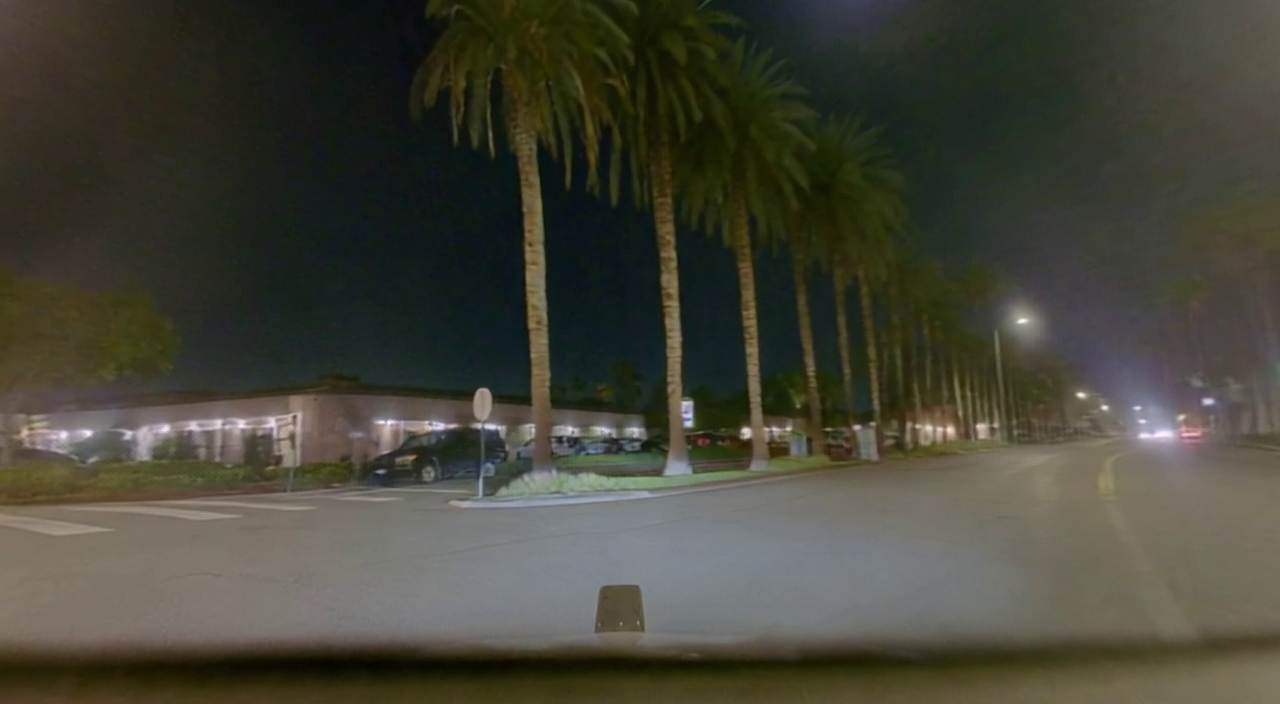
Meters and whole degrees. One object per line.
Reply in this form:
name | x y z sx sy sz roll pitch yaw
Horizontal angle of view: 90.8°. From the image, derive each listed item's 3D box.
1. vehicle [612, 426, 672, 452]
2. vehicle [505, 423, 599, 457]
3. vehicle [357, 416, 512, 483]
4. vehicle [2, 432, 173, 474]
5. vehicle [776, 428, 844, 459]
vehicle | 0.116 6.237 45.558 3.928 1.784 1.895 -4 -9 31
vehicle | -5.090 5.039 36.336 5.193 1.830 2.049 -4 -9 30
vehicle | -6.446 3.097 20.501 2.174 1.863 4.651 -3 -8 23
vehicle | -22.099 4.029 25.514 1.919 1.502 4.695 -4 -9 28
vehicle | 10.387 5.534 38.575 3.635 1.521 1.726 0 -4 29
